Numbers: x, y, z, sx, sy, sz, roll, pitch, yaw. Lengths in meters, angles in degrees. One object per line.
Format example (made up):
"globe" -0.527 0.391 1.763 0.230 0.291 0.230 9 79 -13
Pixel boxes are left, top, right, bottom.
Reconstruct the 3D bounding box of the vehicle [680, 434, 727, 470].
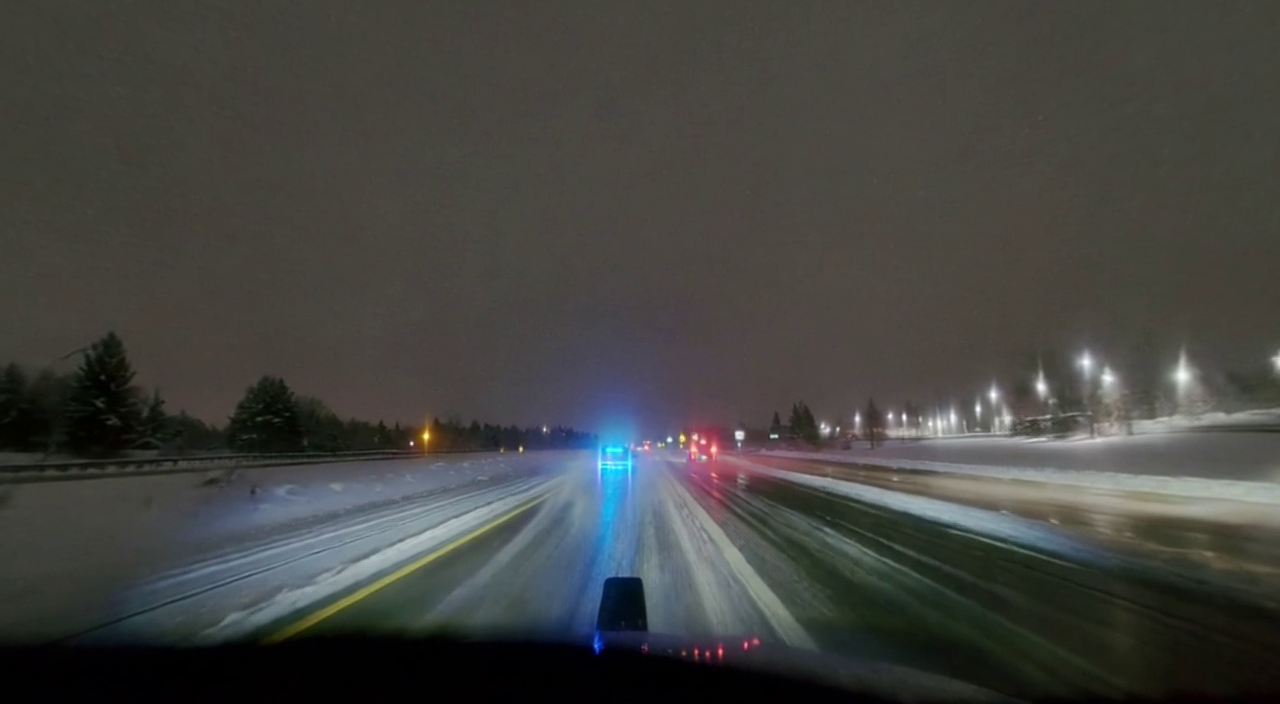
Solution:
"vehicle" 3.248 5.230 32.986 2.063 1.698 4.355 0 -8 0

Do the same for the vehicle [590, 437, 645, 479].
"vehicle" -0.830 4.326 25.908 2.050 1.546 4.344 0 -8 1
